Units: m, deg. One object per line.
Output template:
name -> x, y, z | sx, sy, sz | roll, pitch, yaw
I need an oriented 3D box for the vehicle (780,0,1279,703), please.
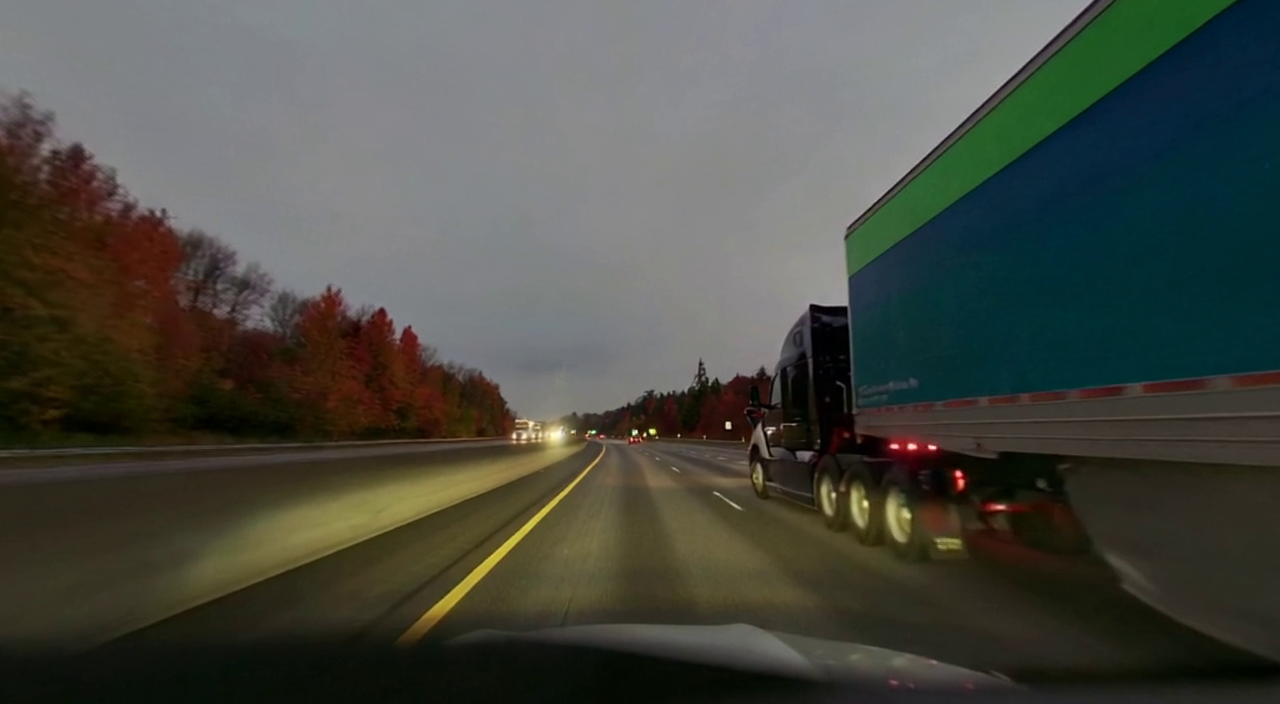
vehicle -> 3.757, -0.363, 3.034 | 2.926, 4.008, 14.104 | 0, -8, 0
